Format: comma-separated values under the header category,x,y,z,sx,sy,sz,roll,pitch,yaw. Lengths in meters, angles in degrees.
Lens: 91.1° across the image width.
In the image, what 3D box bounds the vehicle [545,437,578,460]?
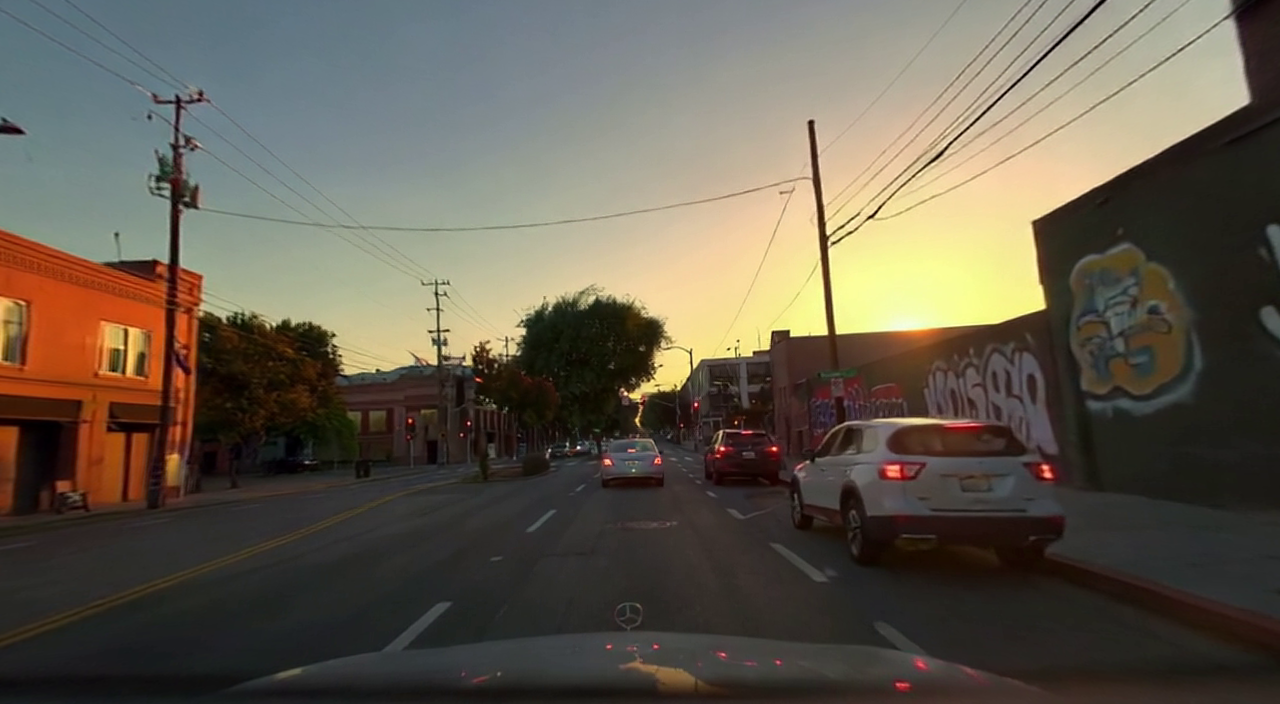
category,x,y,z,sx,sy,sz,roll,pitch,yaw
vehicle,-6.124,7.564,49.414,2.059,1.699,4.252,0,-8,1

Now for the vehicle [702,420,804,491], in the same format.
category,x,y,z,sx,sy,sz,roll,pitch,yaw
vehicle,3.144,3.000,18.471,2.060,1.783,4.579,0,-8,-1

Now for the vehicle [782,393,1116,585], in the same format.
category,x,y,z,sx,sy,sz,roll,pitch,yaw
vehicle,3.287,1.558,7.925,1.938,1.714,4.402,0,-8,0

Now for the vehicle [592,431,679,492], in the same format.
category,x,y,z,sx,sy,sz,roll,pitch,yaw
vehicle,-0.085,3.066,17.937,2.153,1.505,4.452,0,-8,1
